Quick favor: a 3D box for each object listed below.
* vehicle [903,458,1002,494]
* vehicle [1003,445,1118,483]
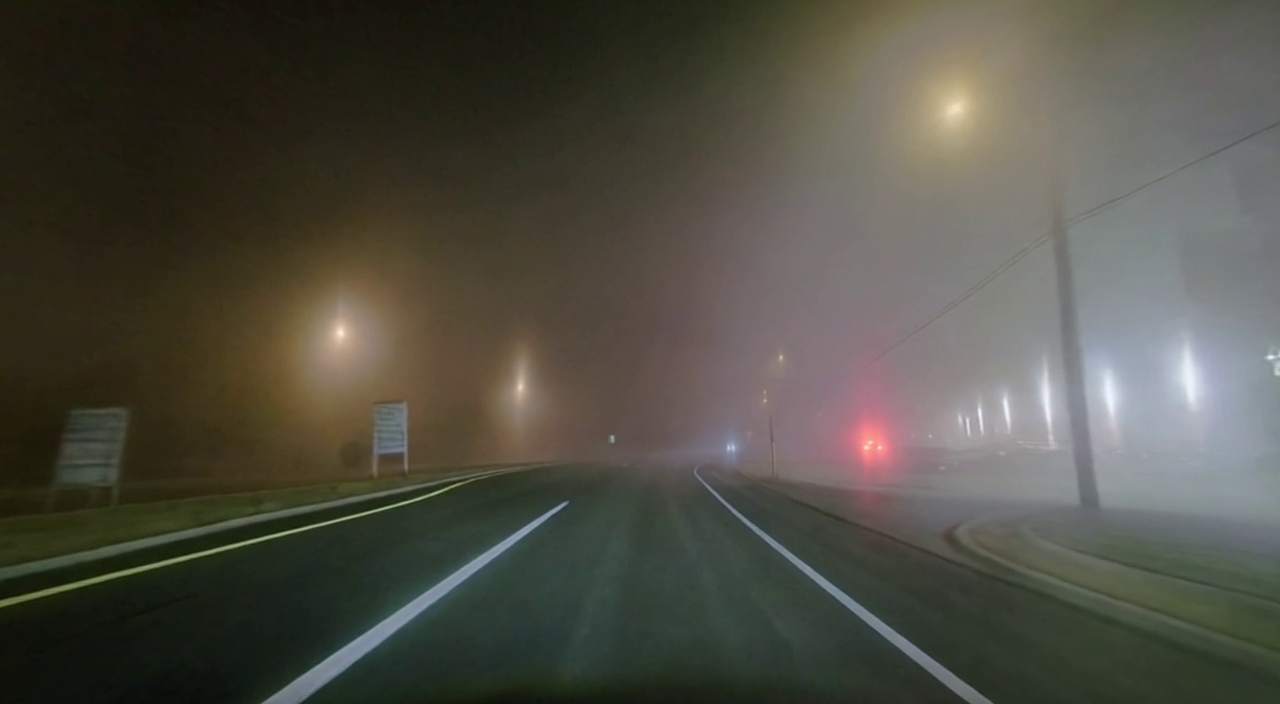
[{"bbox_3d":[14.599,5.738,29.413,4.475,1.492,1.925,5,-10,-30],"label":"vehicle"},{"bbox_3d":[22.176,5.898,33.559,2.119,1.874,4.855,2,-9,-12],"label":"vehicle"}]
